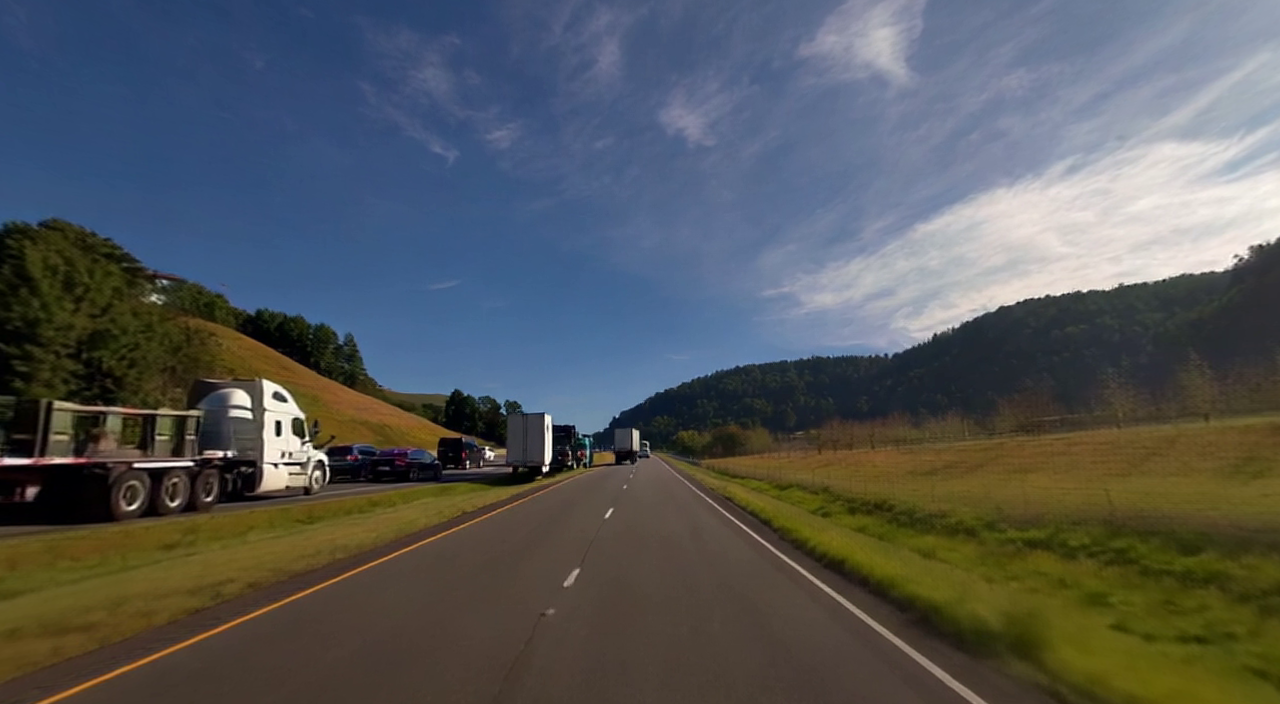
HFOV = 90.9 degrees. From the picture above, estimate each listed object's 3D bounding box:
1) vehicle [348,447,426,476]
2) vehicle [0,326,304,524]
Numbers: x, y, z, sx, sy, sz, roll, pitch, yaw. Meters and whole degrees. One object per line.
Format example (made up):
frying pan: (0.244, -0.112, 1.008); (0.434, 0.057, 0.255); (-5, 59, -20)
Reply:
vehicle: (-14.175, 6.173, 35.631); (1.925, 1.493, 4.864); (-1, -9, 7)
vehicle: (-12.902, 1.832, 14.750); (2.745, 3.617, 11.590); (-1, -9, 5)
